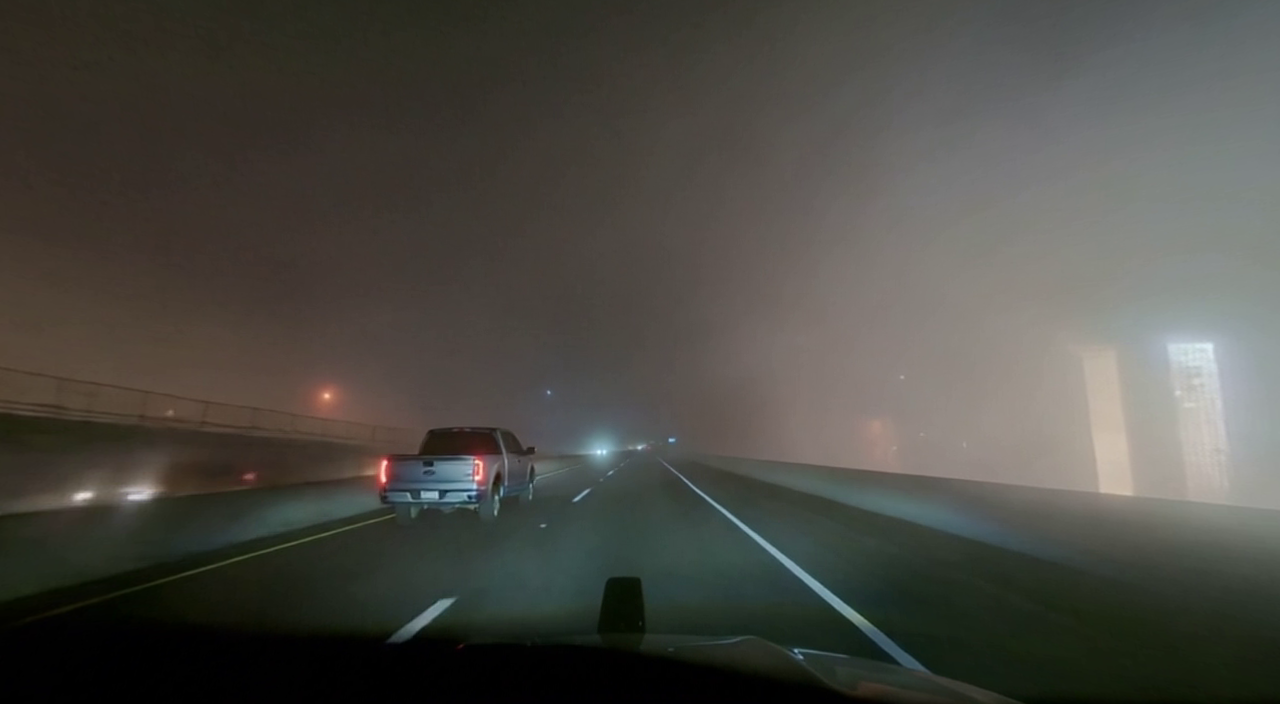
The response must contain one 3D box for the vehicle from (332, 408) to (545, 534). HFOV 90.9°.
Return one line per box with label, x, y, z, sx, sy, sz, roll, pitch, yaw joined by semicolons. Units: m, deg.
vehicle;-3.555;2.262;12.635;2.350;1.932;5.562;0;-8;1
